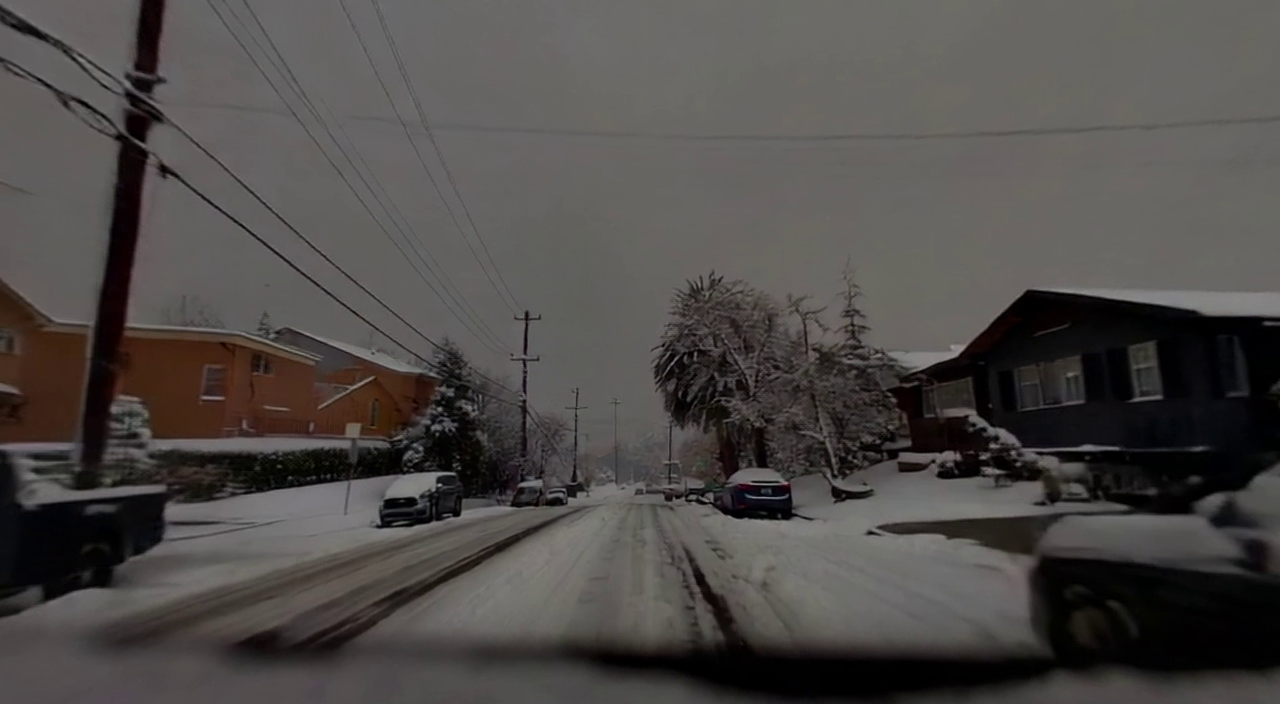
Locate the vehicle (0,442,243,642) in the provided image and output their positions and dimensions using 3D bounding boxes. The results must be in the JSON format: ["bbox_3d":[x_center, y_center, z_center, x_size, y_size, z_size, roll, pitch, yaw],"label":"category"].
[{"bbox_3d":[-6.454,1.684,5.787,2.017,1.683,5.412,0,-8,1],"label":"vehicle"}]

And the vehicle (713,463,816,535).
[{"bbox_3d":[3.014,3.630,16.072,1.756,1.455,3.965,0,-8,-1],"label":"vehicle"}]

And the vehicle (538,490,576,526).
[{"bbox_3d":[-6.362,12.106,49.099,2.281,2.248,5.873,0,-9,-1],"label":"vehicle"}]

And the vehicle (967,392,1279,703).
[{"bbox_3d":[2.994,0.828,1.428,1.927,1.550,4.543,0,-8,-2],"label":"vehicle"}]

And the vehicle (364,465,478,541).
[{"bbox_3d":[-6.560,4.541,19.553,1.933,1.824,5.142,0,-8,-3],"label":"vehicle"}]
